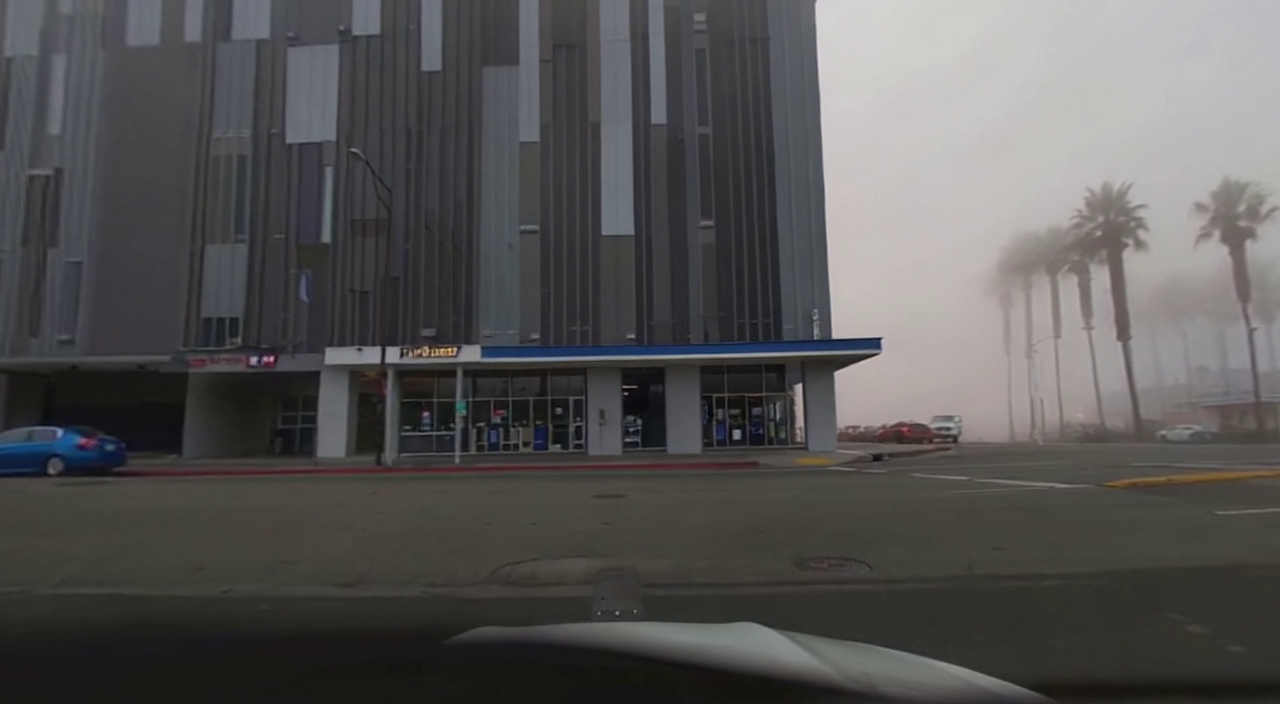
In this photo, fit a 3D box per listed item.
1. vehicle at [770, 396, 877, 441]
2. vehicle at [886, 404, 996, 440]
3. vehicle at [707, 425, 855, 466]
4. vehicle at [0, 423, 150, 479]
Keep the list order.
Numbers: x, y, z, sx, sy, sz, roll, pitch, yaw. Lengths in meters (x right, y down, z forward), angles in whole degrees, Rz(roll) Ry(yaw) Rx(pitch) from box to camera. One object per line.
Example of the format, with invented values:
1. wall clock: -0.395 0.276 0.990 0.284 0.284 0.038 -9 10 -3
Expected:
1. vehicle: 10.707 3.952 37.071 5.524 2.504 2.196 2 -7 -10
2. vehicle: 21.630 5.058 45.483 7.026 2.329 2.545 3 -6 -13
3. vehicle: 4.961 3.313 22.414 4.782 1.371 1.763 2 -9 -13
4. vehicle: -17.135 2.781 17.810 4.857 1.497 1.811 1 -9 -7
